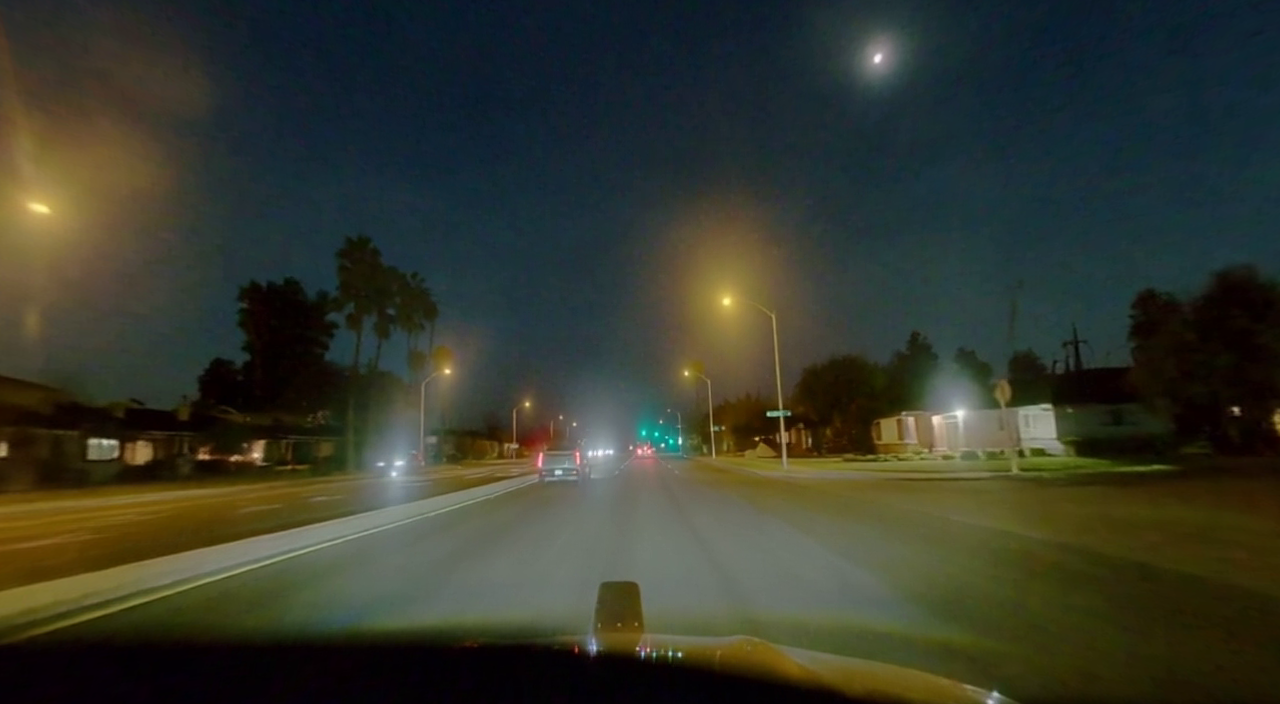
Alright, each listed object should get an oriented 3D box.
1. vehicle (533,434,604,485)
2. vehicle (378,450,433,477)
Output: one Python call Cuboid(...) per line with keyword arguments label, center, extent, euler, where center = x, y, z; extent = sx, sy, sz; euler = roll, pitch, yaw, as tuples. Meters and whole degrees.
Cuboid(label="vehicle", center=(-2.988, 4.682, 27.689), extent=(2.370, 1.968, 5.698), euler=(0, -9, 1))
Cuboid(label="vehicle", center=(-17.352, 8.250, 46.887), extent=(2.105, 1.871, 4.969), euler=(0, -9, 1))
